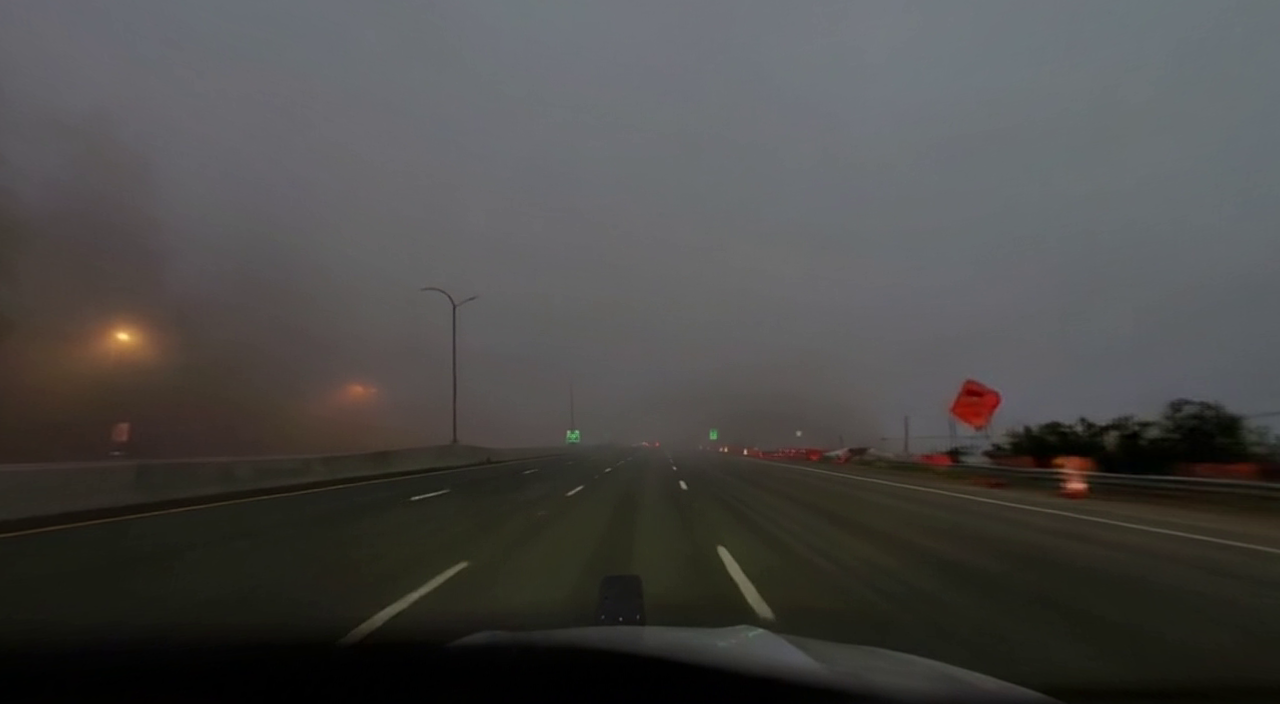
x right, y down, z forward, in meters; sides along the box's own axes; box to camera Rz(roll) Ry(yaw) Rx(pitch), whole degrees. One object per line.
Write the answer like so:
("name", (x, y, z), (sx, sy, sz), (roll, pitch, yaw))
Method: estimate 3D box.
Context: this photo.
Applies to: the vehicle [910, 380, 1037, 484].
("vehicle", (12.549, 3.086, 24.068), (2.772, 3.642, 3.493), (0, -9, 1))
